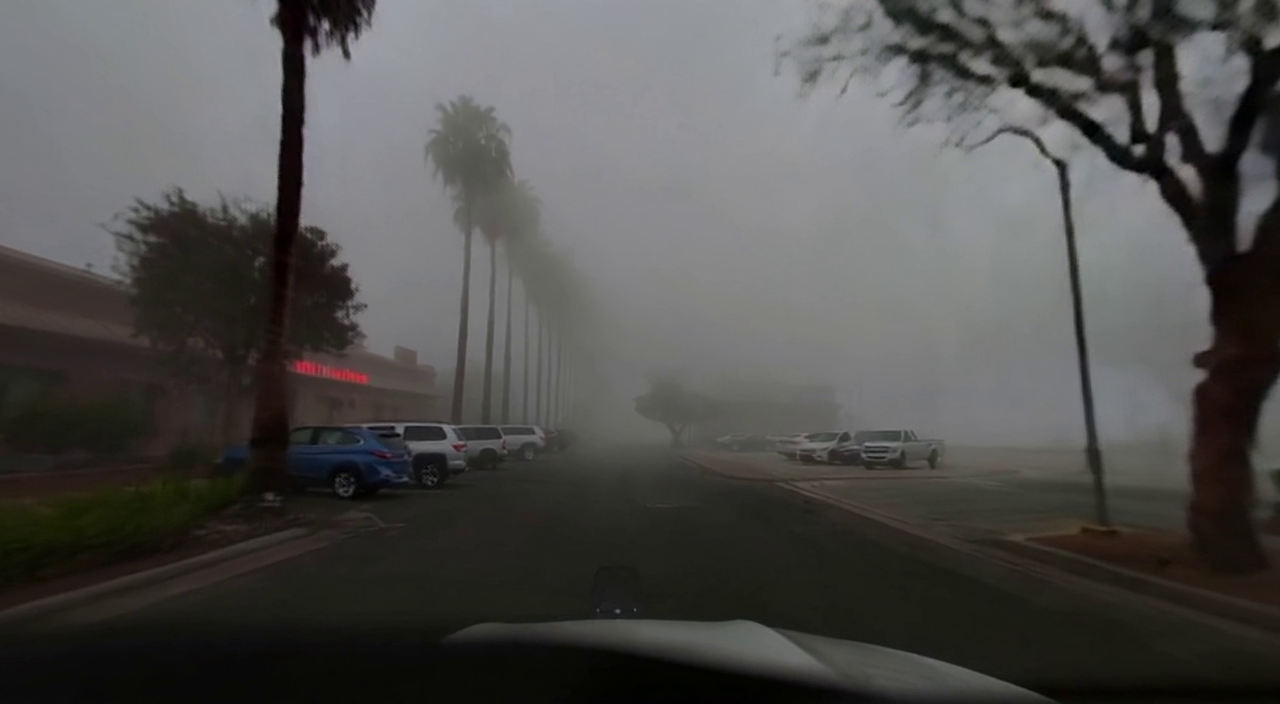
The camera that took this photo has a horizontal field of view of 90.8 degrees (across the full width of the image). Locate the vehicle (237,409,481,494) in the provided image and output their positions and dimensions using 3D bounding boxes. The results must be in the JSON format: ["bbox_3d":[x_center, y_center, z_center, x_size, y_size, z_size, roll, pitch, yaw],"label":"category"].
[{"bbox_3d":[-6.940,2.482,15.912,5.210,1.834,2.281,5,-10,-30],"label":"vehicle"}]

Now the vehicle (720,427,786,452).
[{"bbox_3d":[8.806,6.868,49.257,4.758,1.759,2.068,6,-11,-28],"label":"vehicle"}]

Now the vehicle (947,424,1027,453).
[{"bbox_3d":[21.340,5.341,38.940,4.120,1.659,1.894,-5,-10,28],"label":"vehicle"}]

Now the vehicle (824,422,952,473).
[{"bbox_3d":[9.453,3.620,24.058,4.509,1.759,2.077,5,-10,-30],"label":"vehicle"}]
